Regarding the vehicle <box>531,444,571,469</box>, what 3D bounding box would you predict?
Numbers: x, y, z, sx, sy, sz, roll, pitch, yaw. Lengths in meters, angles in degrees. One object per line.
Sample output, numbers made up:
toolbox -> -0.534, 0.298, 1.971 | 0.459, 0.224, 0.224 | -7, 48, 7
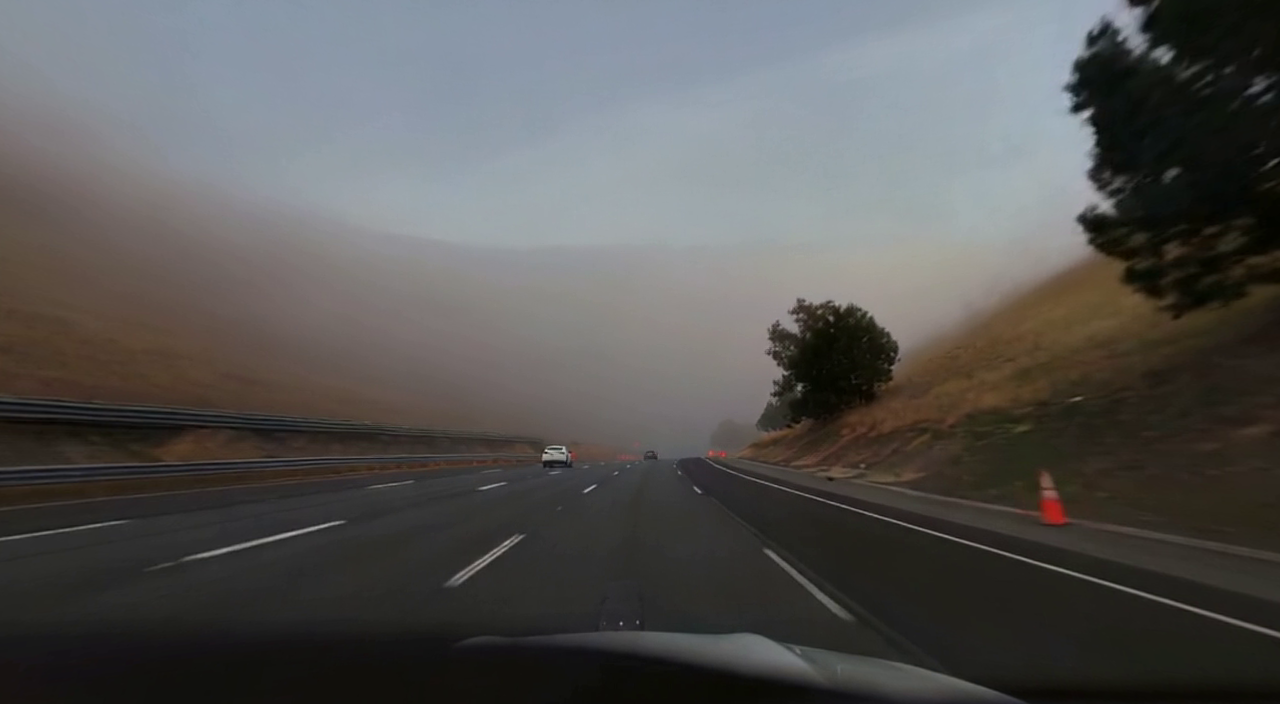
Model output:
vehicle -> -5.992, 7.122, 43.020 | 2.042, 1.585, 4.162 | 0, -9, 1
